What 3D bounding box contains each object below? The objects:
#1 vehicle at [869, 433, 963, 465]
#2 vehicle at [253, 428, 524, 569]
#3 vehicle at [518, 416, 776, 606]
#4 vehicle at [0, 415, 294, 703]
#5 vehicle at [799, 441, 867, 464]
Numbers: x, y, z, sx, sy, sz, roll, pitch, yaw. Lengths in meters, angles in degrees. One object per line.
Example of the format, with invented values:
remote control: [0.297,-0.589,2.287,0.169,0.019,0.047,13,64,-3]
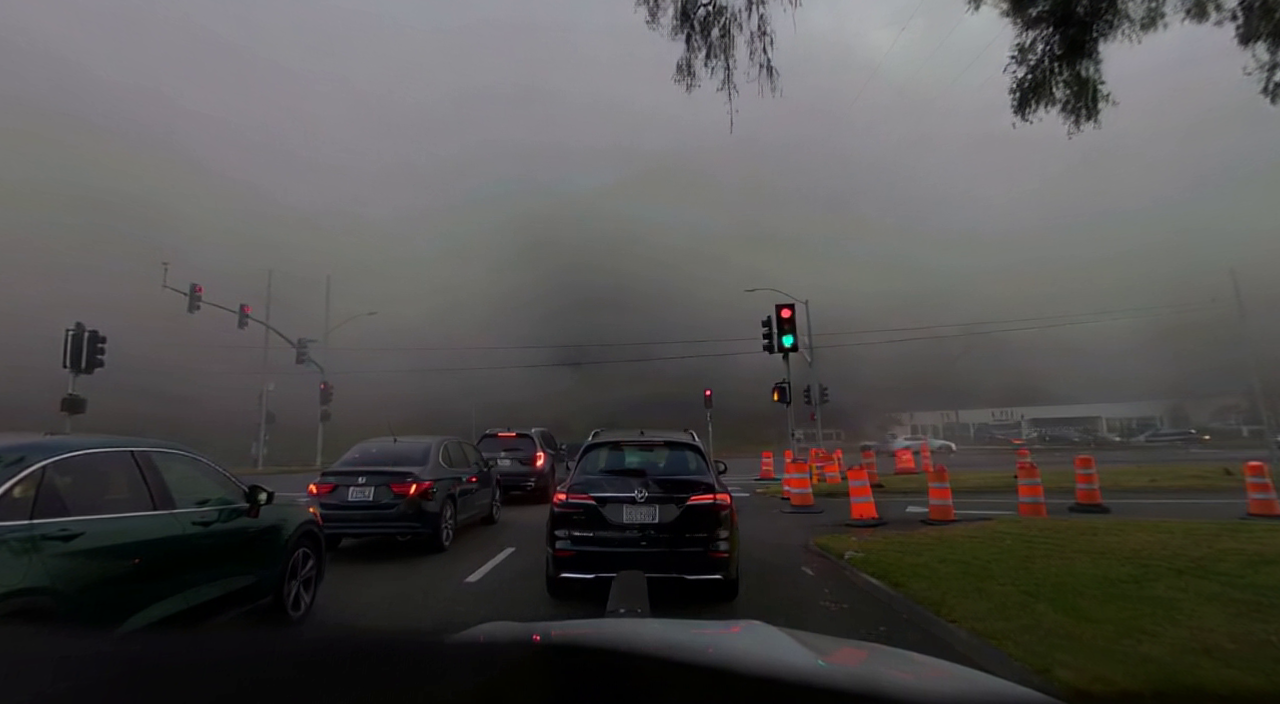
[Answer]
vehicle: [17.795,6.279,40.794,5.082,1.907,2.115,0,-9,2]
vehicle: [-3.272,1.998,9.447,1.989,1.541,4.626,0,-9,2]
vehicle: [0.104,1.620,7.210,2.167,1.560,3.676,0,-9,1]
vehicle: [-3.594,0.944,2.148,2.064,1.497,4.722,0,-9,1]
vehicle: [15.130,7.906,49.502,4.672,1.676,1.867,1,-9,-1]
